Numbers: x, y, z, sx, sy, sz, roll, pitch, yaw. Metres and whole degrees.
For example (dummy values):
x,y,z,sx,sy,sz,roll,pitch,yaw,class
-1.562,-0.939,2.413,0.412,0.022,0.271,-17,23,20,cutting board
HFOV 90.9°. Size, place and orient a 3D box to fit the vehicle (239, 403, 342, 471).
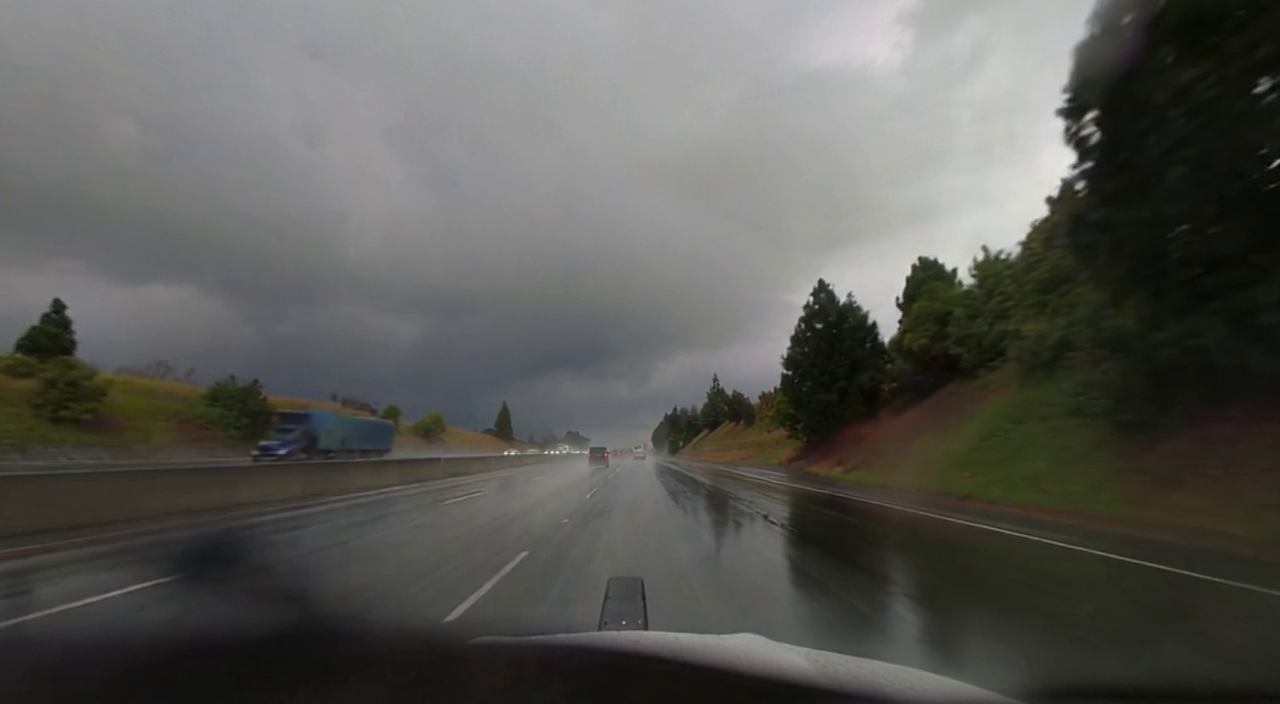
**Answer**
x,y,z,sx,sy,sz,roll,pitch,yaw,class
-22.098,5.489,40.260,3.037,3.999,5.882,0,-9,0,vehicle
